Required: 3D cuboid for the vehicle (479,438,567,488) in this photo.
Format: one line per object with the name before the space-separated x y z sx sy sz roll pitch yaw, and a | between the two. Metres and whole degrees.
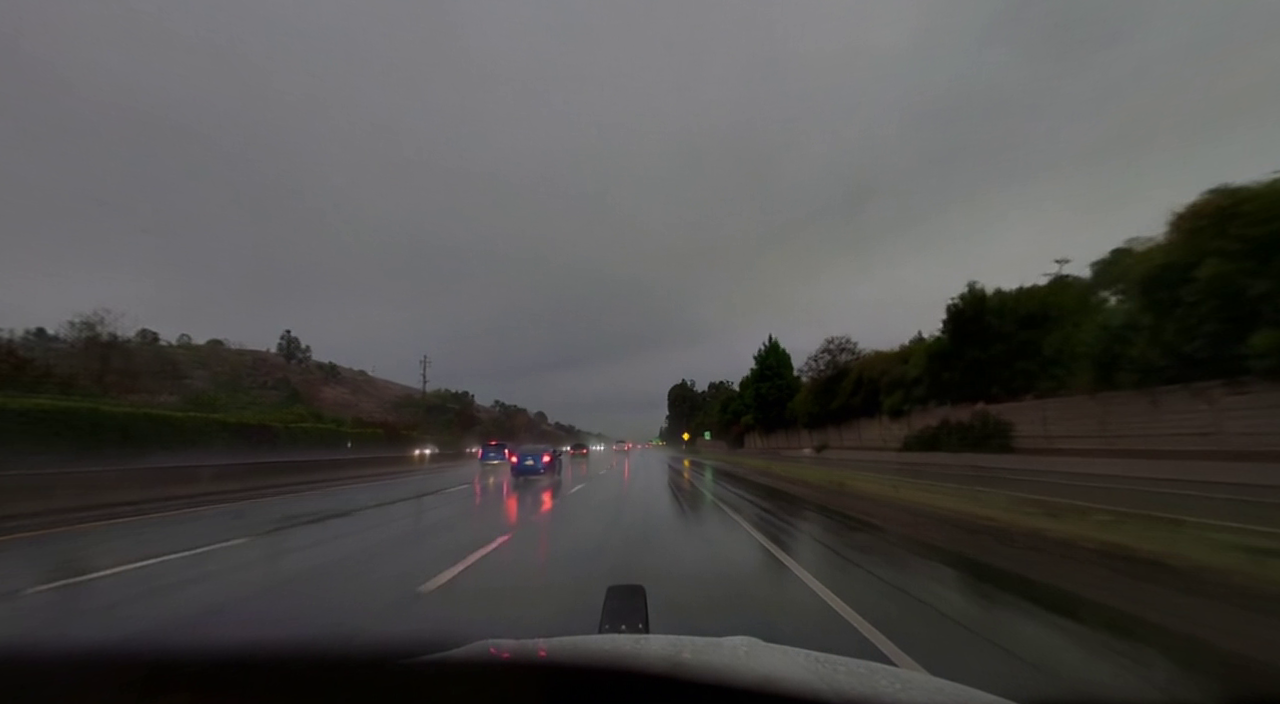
vehicle | -3.933 3.822 22.143 2.081 1.514 4.943 0 -8 1
